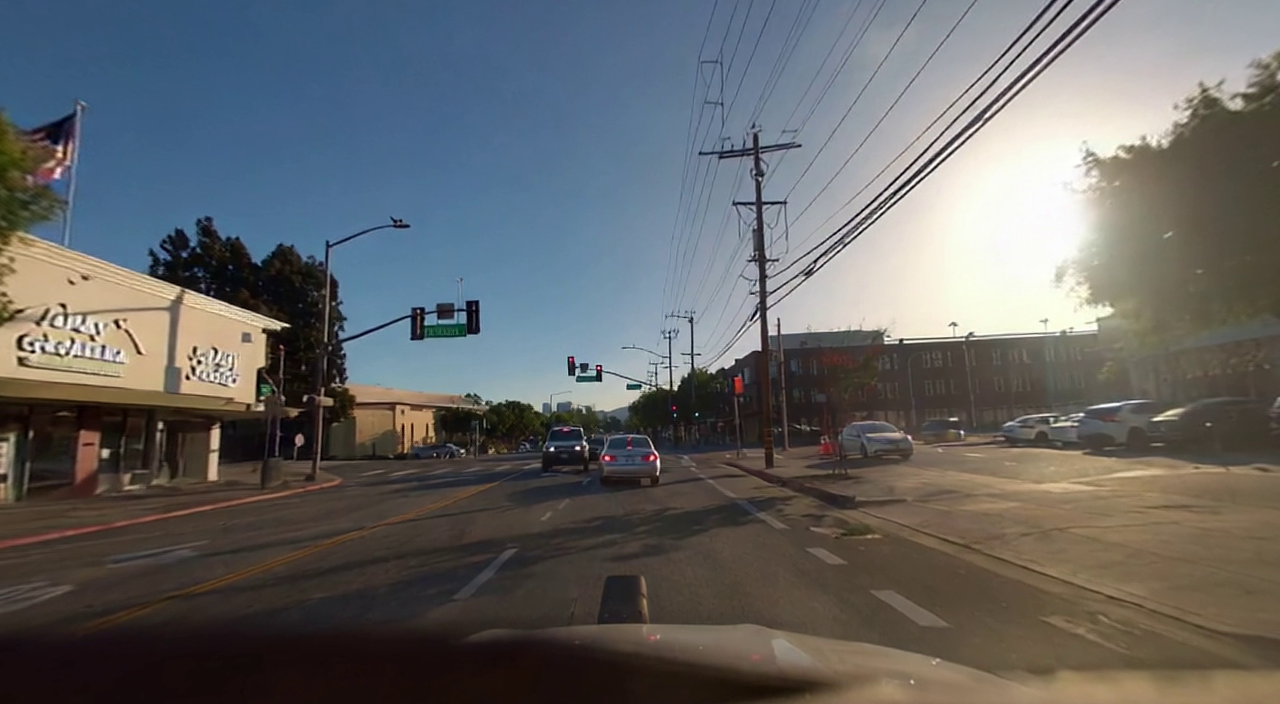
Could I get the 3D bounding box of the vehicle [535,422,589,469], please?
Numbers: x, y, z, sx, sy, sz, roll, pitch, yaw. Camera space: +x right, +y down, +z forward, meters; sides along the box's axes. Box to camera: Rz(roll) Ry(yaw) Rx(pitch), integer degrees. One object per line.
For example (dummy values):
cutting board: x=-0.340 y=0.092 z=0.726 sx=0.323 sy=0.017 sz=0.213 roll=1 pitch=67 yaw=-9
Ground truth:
vehicle: x=-3.332 y=4.003 z=27.156 sx=2.106 sy=1.852 sz=4.512 roll=1 pitch=-8 yaw=-7

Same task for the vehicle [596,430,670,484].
vehicle: x=-0.292 y=3.242 z=19.792 sx=2.070 sy=1.481 sz=4.216 roll=0 pitch=-8 yaw=-2

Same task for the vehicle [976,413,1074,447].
vehicle: x=18.443 y=3.764 z=30.184 sx=4.446 sy=1.511 sz=1.977 roll=4 pitch=-9 yaw=-29

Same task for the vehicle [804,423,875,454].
vehicle: x=10.337 y=4.549 z=33.027 sx=1.842 sy=1.471 sz=4.481 roll=1 pitch=-8 yaw=-6

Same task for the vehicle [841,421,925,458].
vehicle: x=10.267 y=3.773 z=27.062 sx=1.888 sy=1.455 sz=4.268 roll=0 pitch=-8 yaw=0

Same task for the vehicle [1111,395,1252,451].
vehicle: x=18.450 y=2.474 z=21.498 sx=4.206 sy=1.722 sz=2.100 roll=4 pitch=-9 yaw=-28

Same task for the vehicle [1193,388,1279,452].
vehicle: x=18.862 y=2.090 z=18.896 sx=3.791 sy=1.720 sz=1.992 roll=4 pitch=-9 yaw=-27
